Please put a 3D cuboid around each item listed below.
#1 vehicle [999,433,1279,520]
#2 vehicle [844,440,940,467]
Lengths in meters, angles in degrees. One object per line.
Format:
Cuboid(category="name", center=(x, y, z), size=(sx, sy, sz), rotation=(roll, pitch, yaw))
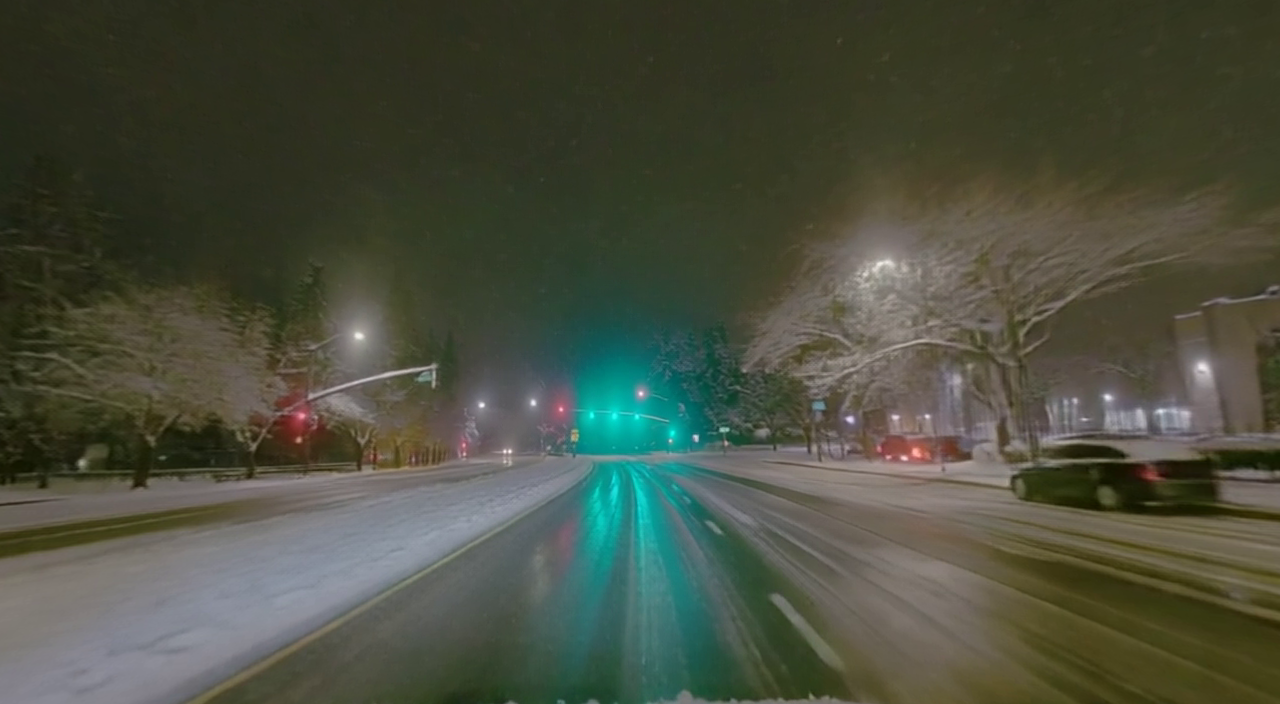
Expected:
Cuboid(category="vehicle", center=(10.688, 2.658, 14.094), size=(2.034, 1.551, 5.228), rotation=(1, -9, -3))
Cuboid(category="vehicle", center=(15.357, 6.191, 38.569), size=(4.982, 1.441, 1.951), rotation=(-1, -9, -2))
